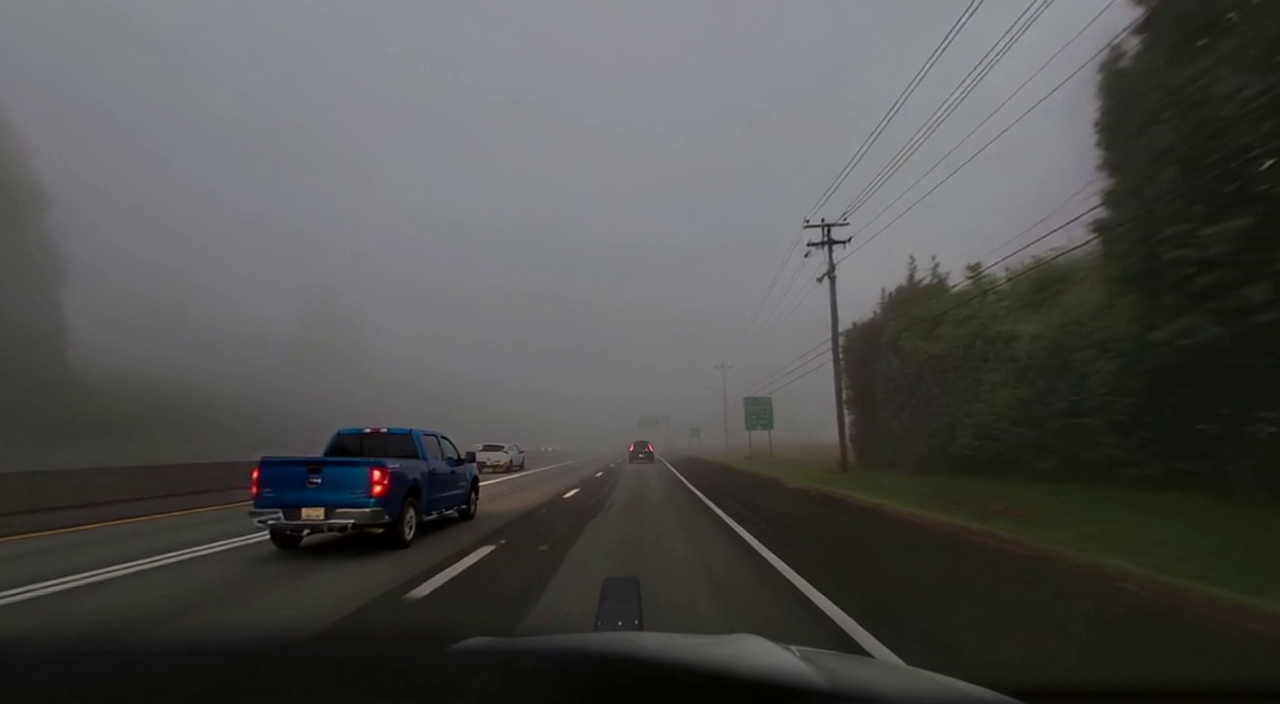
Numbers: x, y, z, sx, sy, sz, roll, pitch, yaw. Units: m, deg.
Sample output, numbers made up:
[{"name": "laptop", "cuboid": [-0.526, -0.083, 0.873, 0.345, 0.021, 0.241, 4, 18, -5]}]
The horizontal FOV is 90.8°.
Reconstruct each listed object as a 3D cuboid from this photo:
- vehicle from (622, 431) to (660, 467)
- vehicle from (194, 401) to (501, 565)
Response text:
[{"name": "vehicle", "cuboid": [0.054, 6.307, 41.175, 2.358, 2.144, 4.713, 0, -9, -1]}, {"name": "vehicle", "cuboid": [-3.833, 1.852, 9.724, 2.204, 1.812, 5.289, 0, -9, 0]}]
